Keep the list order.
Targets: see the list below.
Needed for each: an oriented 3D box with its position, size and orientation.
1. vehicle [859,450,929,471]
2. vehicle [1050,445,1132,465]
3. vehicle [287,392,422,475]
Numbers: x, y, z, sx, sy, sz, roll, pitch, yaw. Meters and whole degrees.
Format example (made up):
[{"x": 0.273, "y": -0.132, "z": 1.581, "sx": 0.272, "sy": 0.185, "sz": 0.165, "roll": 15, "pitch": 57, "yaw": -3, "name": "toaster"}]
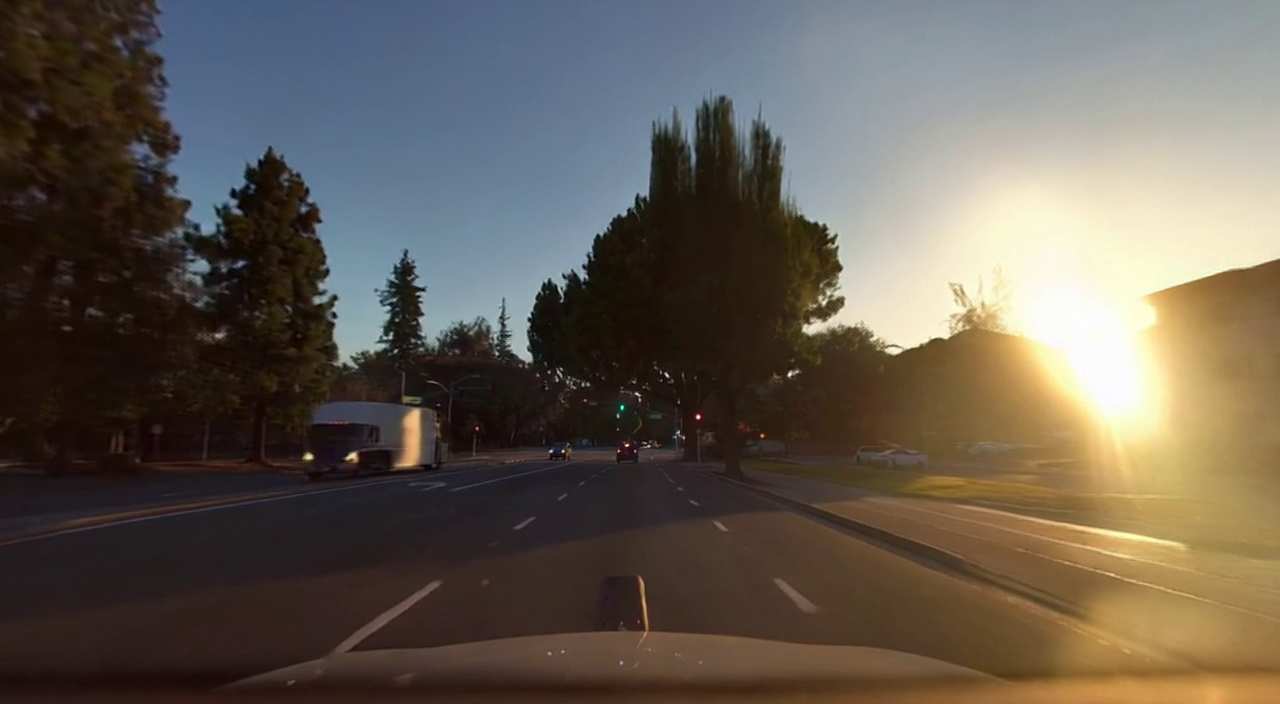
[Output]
[{"x": 18.354, "y": 7.854, "z": 45.822, "sx": 4.455, "sy": 1.475, "sz": 1.971, "roll": -2, "pitch": -9, "yaw": 15, "name": "vehicle"}, {"x": 34.264, "y": 7.840, "z": 48.143, "sx": 4.593, "sy": 1.460, "sz": 1.926, "roll": -3, "pitch": -9, "yaw": 16, "name": "vehicle"}, {"x": -15.352, "y": 4.605, "z": 35.108, "sx": 3.193, "sy": 3.952, "sz": 9.170, "roll": 0, "pitch": -9, "yaw": 0, "name": "vehicle"}]
